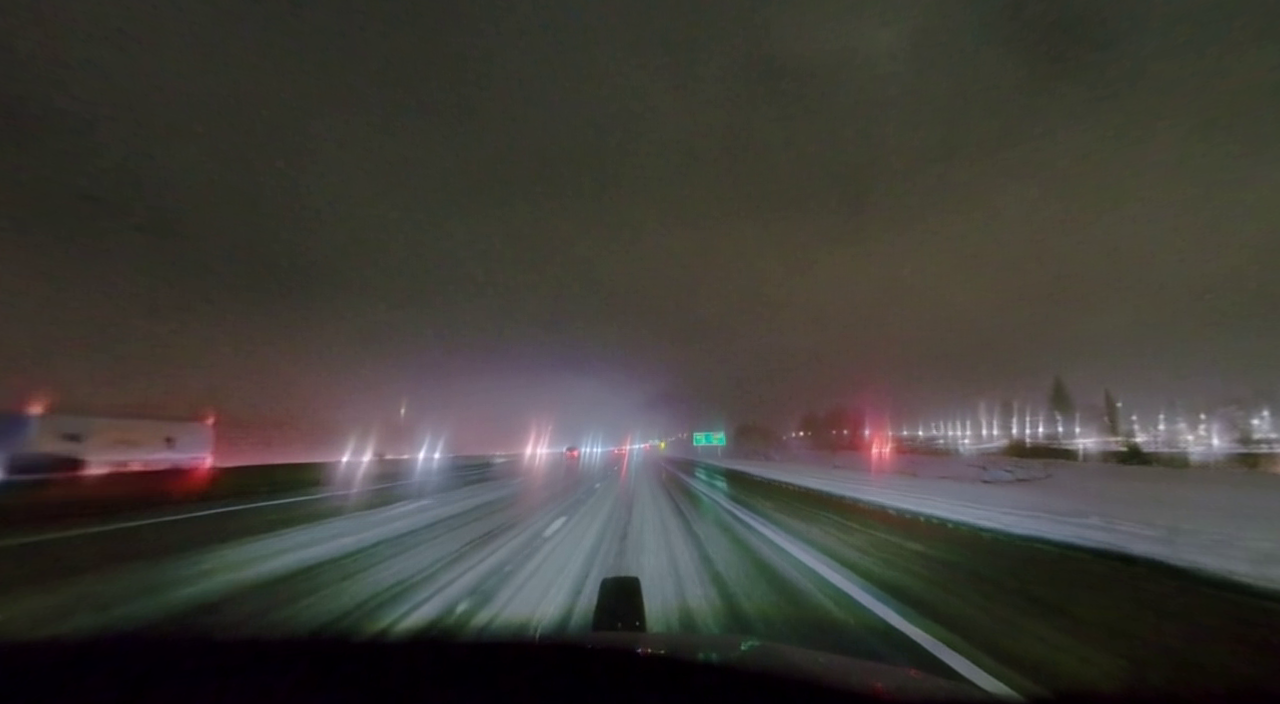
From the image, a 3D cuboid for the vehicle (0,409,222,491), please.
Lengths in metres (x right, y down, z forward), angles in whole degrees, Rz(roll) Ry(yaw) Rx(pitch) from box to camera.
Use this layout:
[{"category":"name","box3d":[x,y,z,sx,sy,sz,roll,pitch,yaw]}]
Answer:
[{"category":"vehicle","box3d":[-28.147,5.157,33.364,2.819,3.437,13.292,0,-9,0]}]
